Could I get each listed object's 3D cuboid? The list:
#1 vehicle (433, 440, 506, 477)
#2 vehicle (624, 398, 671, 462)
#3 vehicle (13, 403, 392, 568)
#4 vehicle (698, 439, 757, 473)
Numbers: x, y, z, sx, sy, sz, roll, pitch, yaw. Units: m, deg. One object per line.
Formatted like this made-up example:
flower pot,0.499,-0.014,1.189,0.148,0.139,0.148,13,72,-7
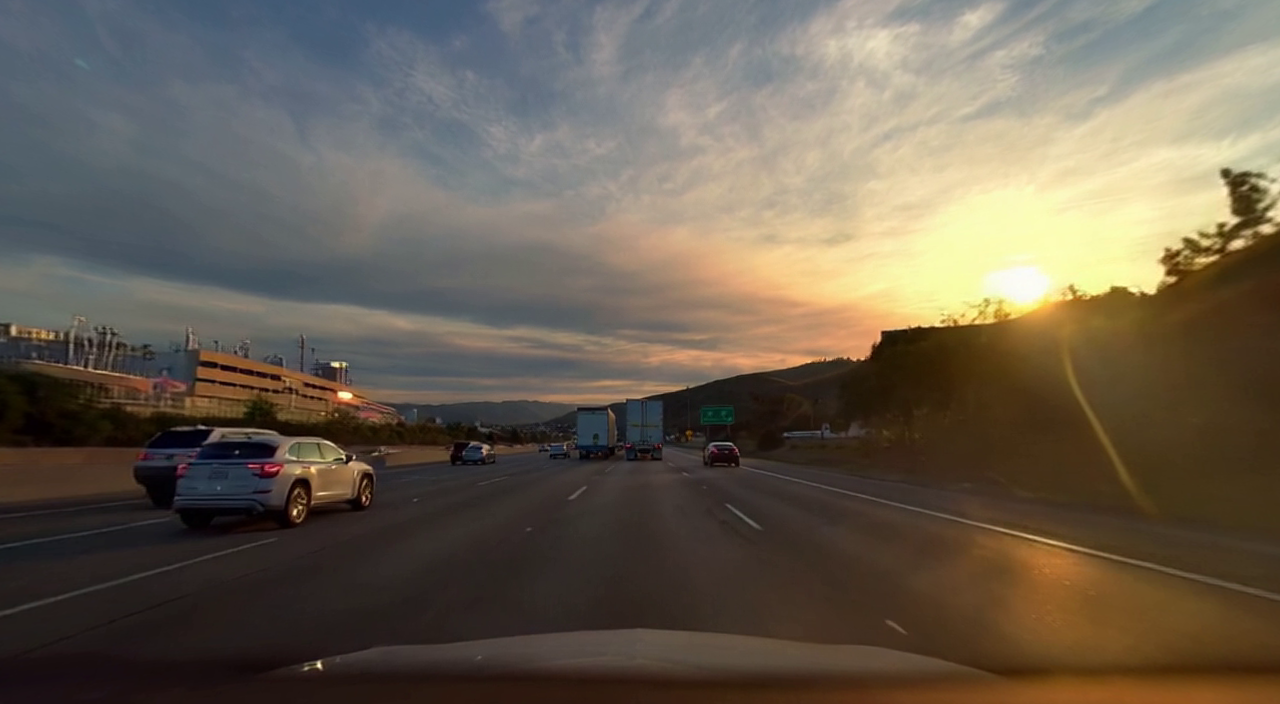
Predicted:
vehicle,-7.378,4.655,27.843,1.891,1.460,4.506,0,-8,1
vehicle,0.442,5.807,45.895,2.969,4.104,10.906,0,-9,0
vehicle,-5.587,1.754,9.037,2.122,1.754,4.379,0,-9,2
vehicle,3.925,4.755,29.048,2.006,1.452,4.246,0,-9,-1
